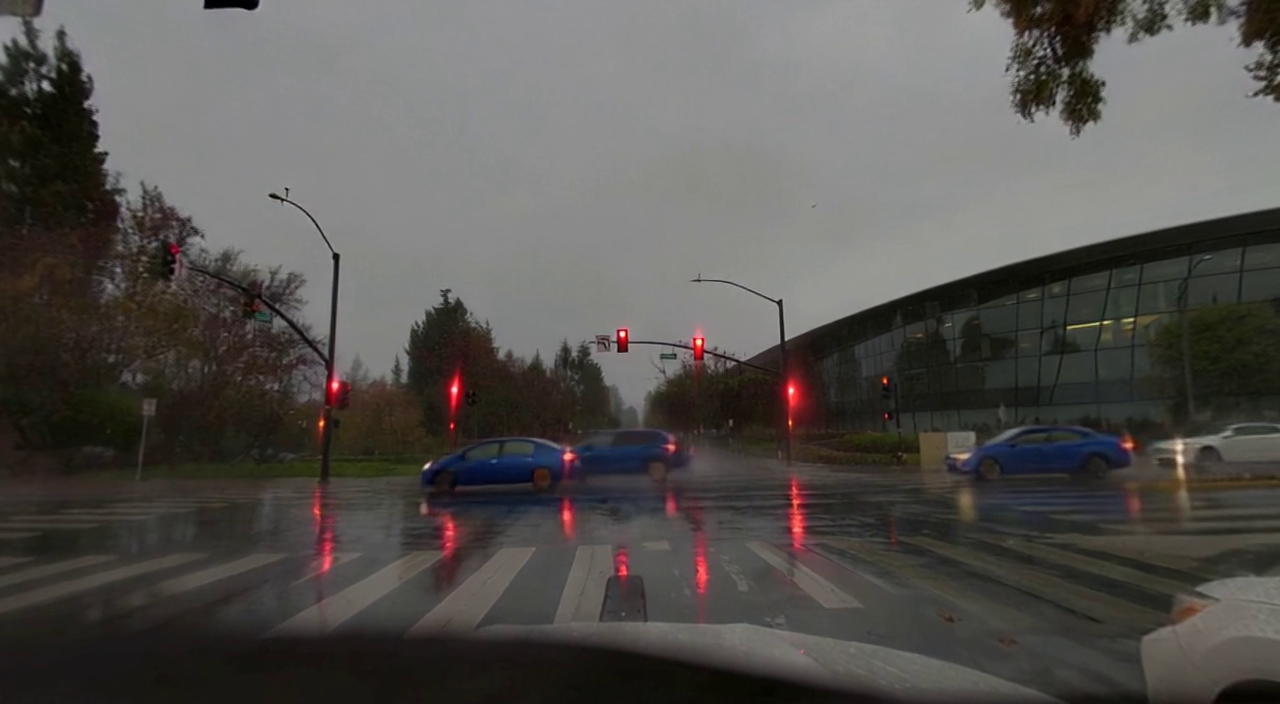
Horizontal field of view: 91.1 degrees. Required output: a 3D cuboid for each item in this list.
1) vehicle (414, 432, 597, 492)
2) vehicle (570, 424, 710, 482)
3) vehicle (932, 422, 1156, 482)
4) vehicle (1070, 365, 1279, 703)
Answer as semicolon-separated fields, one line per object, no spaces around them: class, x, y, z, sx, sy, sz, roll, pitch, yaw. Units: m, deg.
vehicle;-3.459;2.925;16.814;4.464;1.472;1.867;0;-8;0
vehicle;0.006;3.279;20.535;4.363;1.757;1.926;0;-8;1
vehicle;10.738;2.685;16.957;4.723;1.484;1.883;0;-8;0
vehicle;2.890;0.675;0.831;1.947;1.576;3.825;0;-8;1
